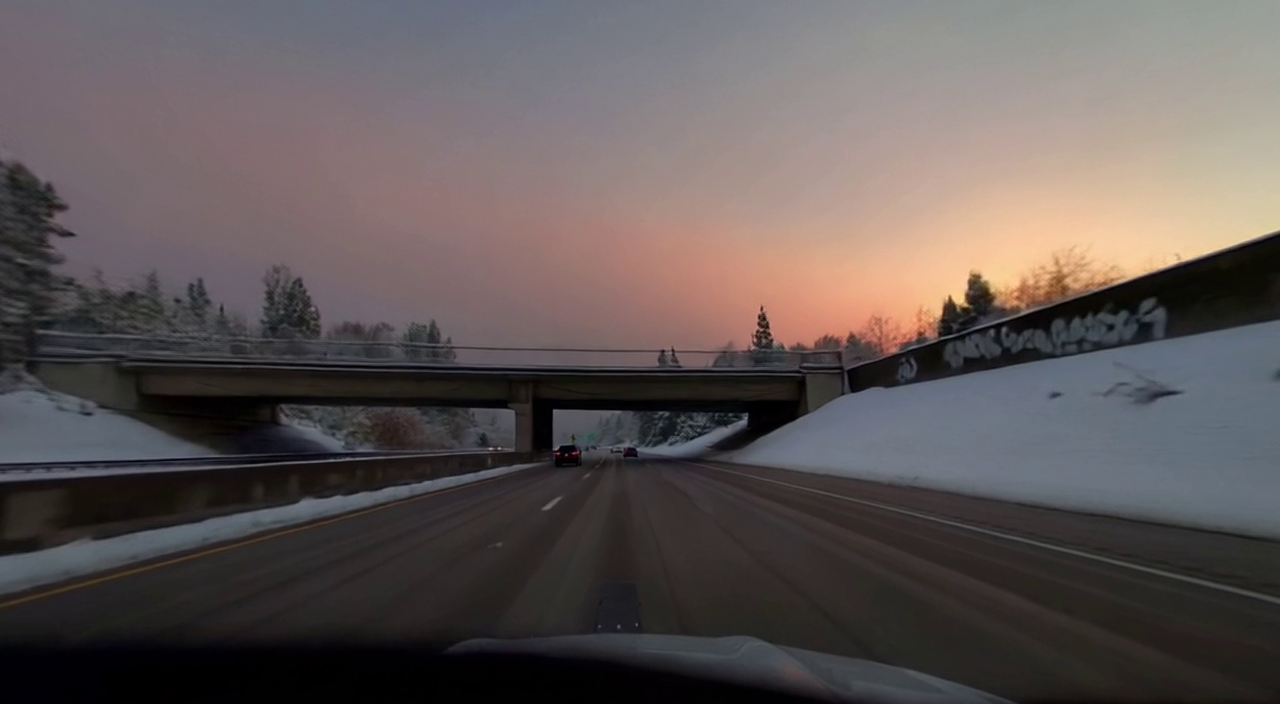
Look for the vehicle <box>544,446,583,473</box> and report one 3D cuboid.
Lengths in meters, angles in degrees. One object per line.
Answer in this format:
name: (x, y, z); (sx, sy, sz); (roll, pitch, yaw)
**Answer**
vehicle: (-4.365, 6.186, 36.245); (1.871, 1.459, 3.771); (0, -9, -1)
